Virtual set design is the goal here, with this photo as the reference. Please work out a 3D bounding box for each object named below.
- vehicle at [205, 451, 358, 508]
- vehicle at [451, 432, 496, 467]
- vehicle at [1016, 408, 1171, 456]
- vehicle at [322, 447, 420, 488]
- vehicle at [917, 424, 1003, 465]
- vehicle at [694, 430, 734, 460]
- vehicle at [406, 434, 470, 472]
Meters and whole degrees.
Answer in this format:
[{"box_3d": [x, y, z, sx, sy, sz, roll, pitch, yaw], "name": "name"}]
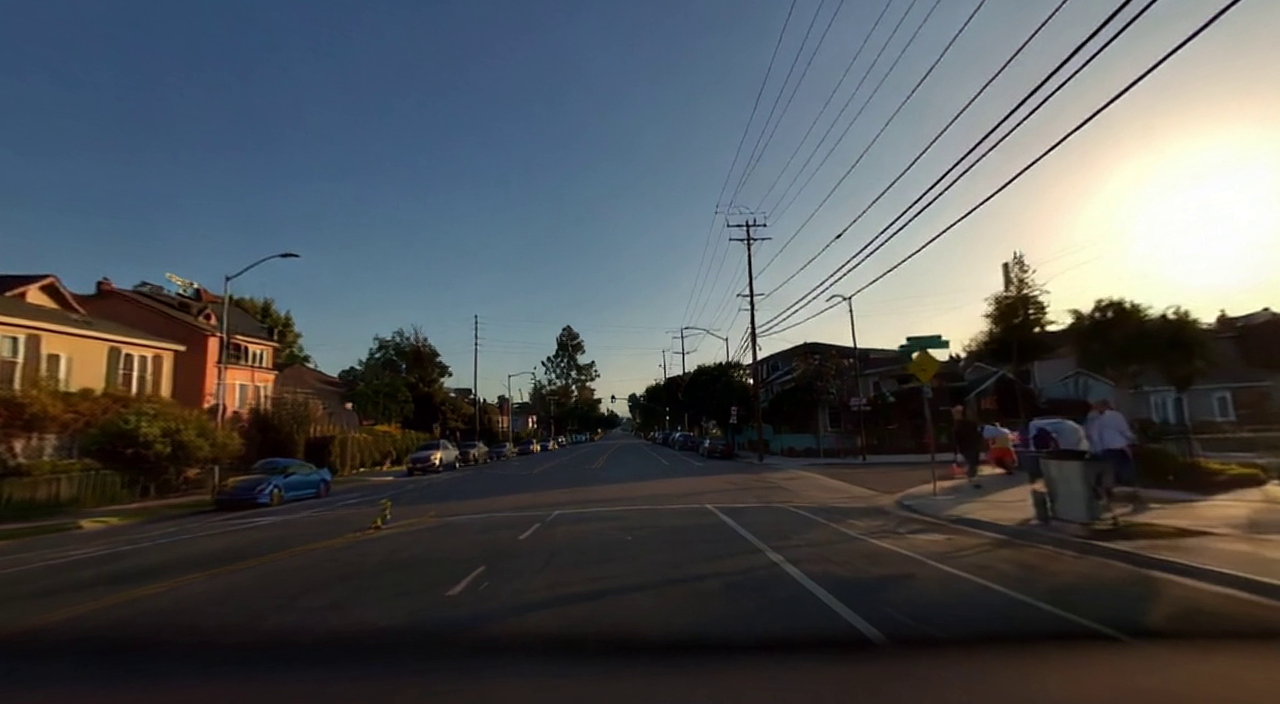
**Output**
[{"box_3d": [-11.122, 3.957, 20.107, 1.970, 1.523, 4.702, -1, -8, 2], "name": "vehicle"}, {"box_3d": [-11.349, 6.637, 43.258, 1.926, 1.998, 4.447, -4, -6, -1], "name": "vehicle"}, {"box_3d": [19.397, 3.468, 27.226, 4.973, 1.974, 2.140, 1, -9, -1], "name": "vehicle"}, {"box_3d": [-11.138, 4.776, 26.599, 2.082, 1.540, 4.654, 0, -8, 0], "name": "vehicle"}, {"box_3d": [13.824, 3.939, 27.141, 2.122, 1.474, 4.313, -10, -10, 41], "name": "vehicle"}, {"box_3d": [4.302, 5.499, 37.376, 1.867, 1.680, 4.176, 0, -8, 0], "name": "vehicle"}, {"box_3d": [-11.200, 5.630, 35.372, 2.056, 1.980, 4.763, 0, -8, -1], "name": "vehicle"}]
